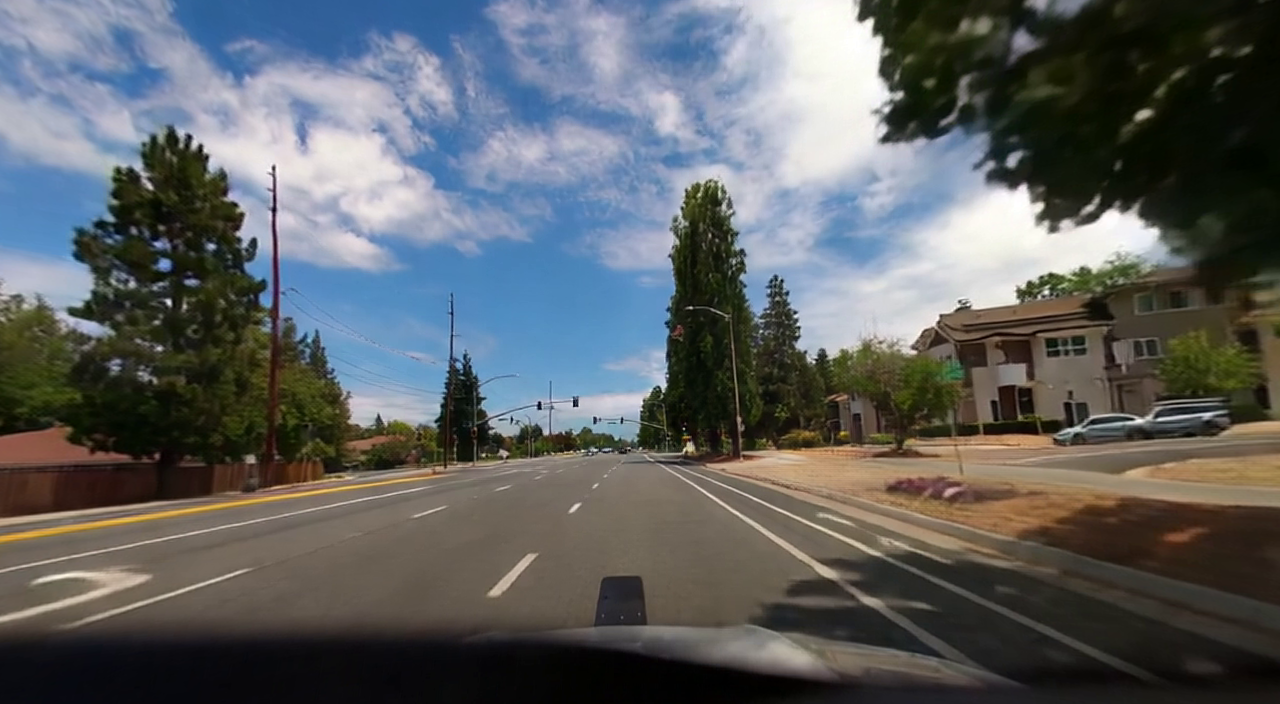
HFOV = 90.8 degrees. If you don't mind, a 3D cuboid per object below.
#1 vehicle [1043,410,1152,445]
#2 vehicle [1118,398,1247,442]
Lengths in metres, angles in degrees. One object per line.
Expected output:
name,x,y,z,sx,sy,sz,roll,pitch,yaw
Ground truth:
vehicle,22.777,3.858,31.716,1.911,1.598,4.322,1,-9,-6
vehicle,26.692,3.434,31.350,2.081,1.949,4.635,3,-8,-5
